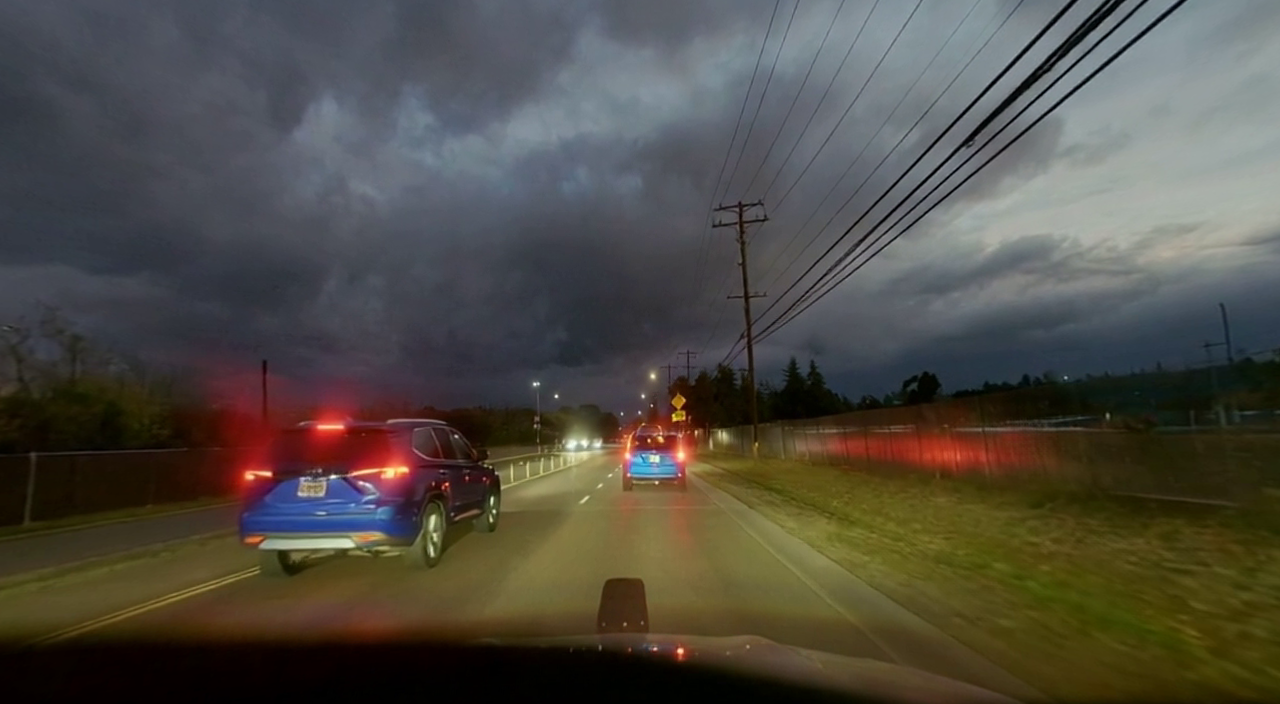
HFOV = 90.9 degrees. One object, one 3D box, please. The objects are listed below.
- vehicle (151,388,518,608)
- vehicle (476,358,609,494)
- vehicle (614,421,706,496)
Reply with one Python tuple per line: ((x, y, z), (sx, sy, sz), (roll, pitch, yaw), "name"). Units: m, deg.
((-3.013, 1.558, 7.623), (2.093, 1.832, 4.508), (0, -8, 1), "vehicle")
((-2.880, 2.771, 22.478), (2.928, 3.658, 10.953), (0, -8, 0), "vehicle")
((0.474, 2.840, 17.072), (2.174, 1.749, 4.113), (0, -8, 0), "vehicle")
